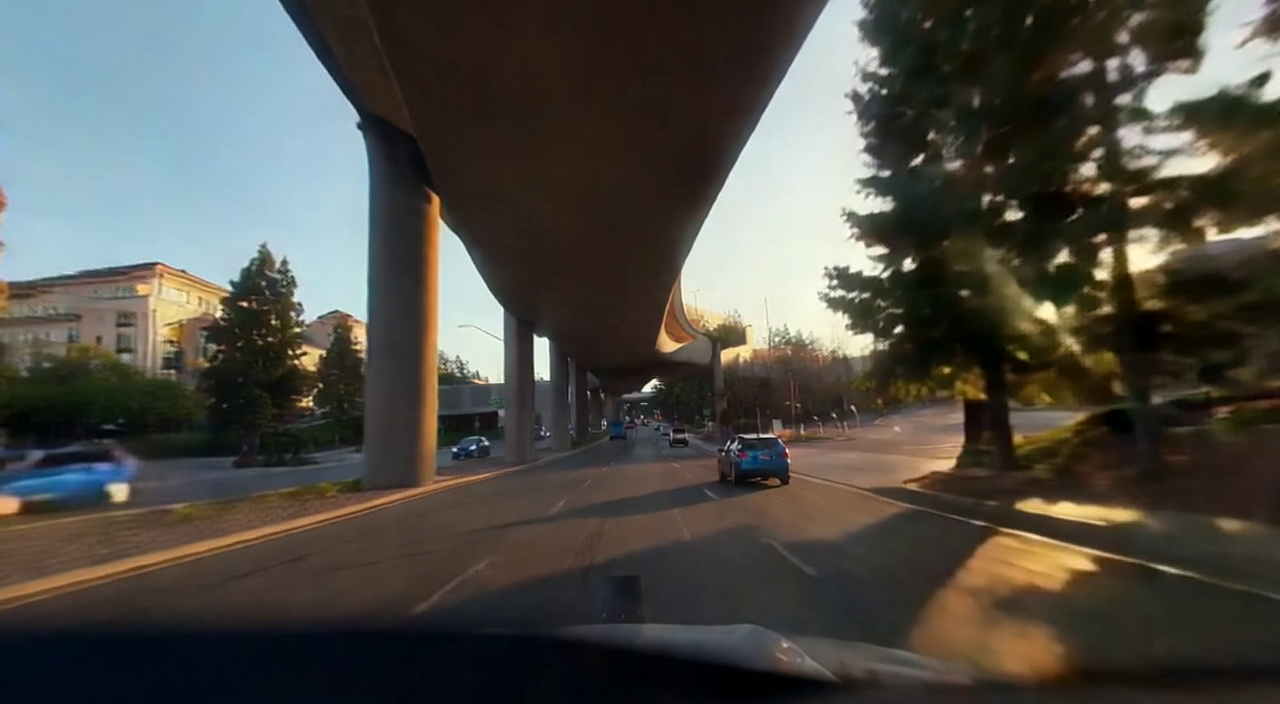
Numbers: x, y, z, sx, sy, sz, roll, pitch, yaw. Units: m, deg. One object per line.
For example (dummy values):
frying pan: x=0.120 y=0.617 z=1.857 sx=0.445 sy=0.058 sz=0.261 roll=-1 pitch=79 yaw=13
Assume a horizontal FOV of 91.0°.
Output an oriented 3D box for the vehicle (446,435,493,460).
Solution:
vehicle: x=-12.234 y=6.906 z=45.515 sx=1.976 sy=1.694 sz=4.453 roll=0 pitch=-9 yaw=2

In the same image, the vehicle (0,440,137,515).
vehicle: x=-15.838 y=3.155 z=16.174 sx=1.958 sy=1.725 sz=4.539 roll=0 pitch=-9 yaw=1

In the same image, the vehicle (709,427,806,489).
vehicle: x=3.487 y=3.262 z=19.647 sx=2.110 sy=1.712 sz=4.489 roll=0 pitch=-9 yaw=0
